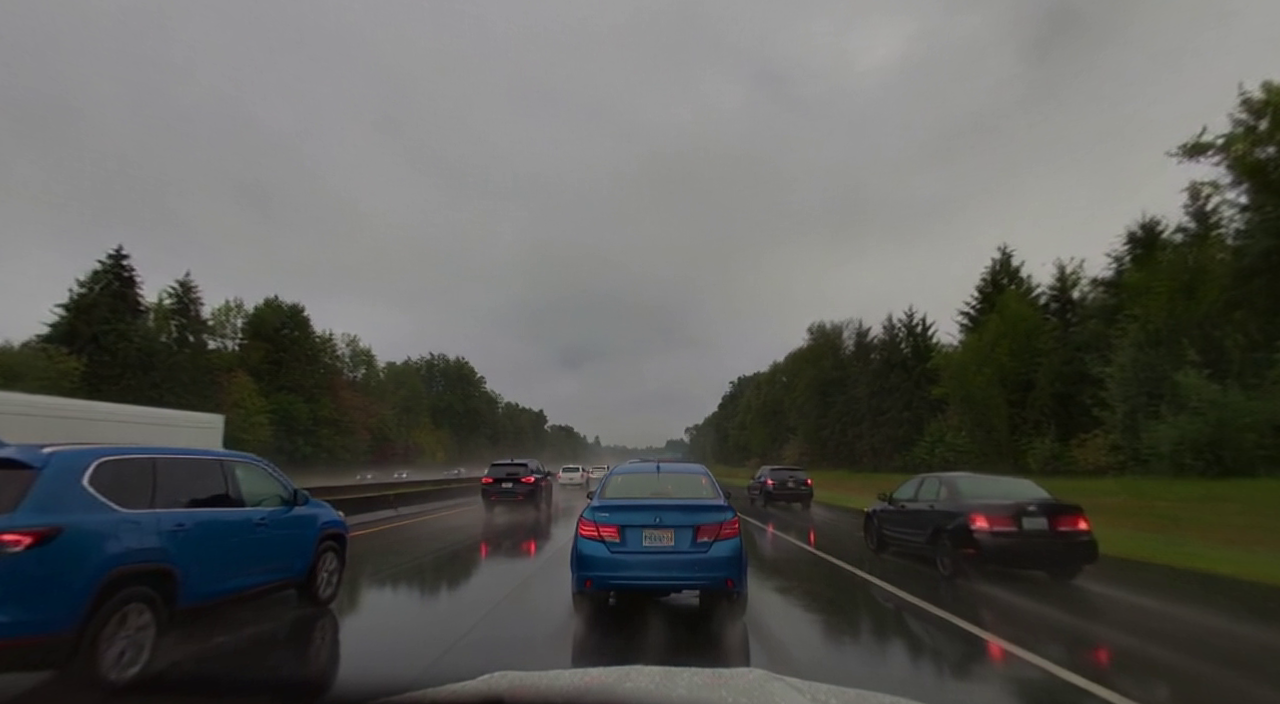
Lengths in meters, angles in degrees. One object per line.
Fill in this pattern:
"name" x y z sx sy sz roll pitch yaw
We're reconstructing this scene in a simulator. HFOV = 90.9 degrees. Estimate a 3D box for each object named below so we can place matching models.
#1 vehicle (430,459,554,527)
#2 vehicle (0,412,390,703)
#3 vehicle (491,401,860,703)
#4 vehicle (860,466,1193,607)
"vehicle" -3.681 3.636 16.695 1.960 1.502 4.593 0 -11 3
"vehicle" -3.920 1.442 5.064 1.994 1.556 4.263 1 -11 1
"vehicle" 0.182 1.536 5.682 2.057 1.725 4.126 1 -11 -1
"vehicle" 4.686 2.282 8.602 1.870 1.382 4.287 1 -11 1
